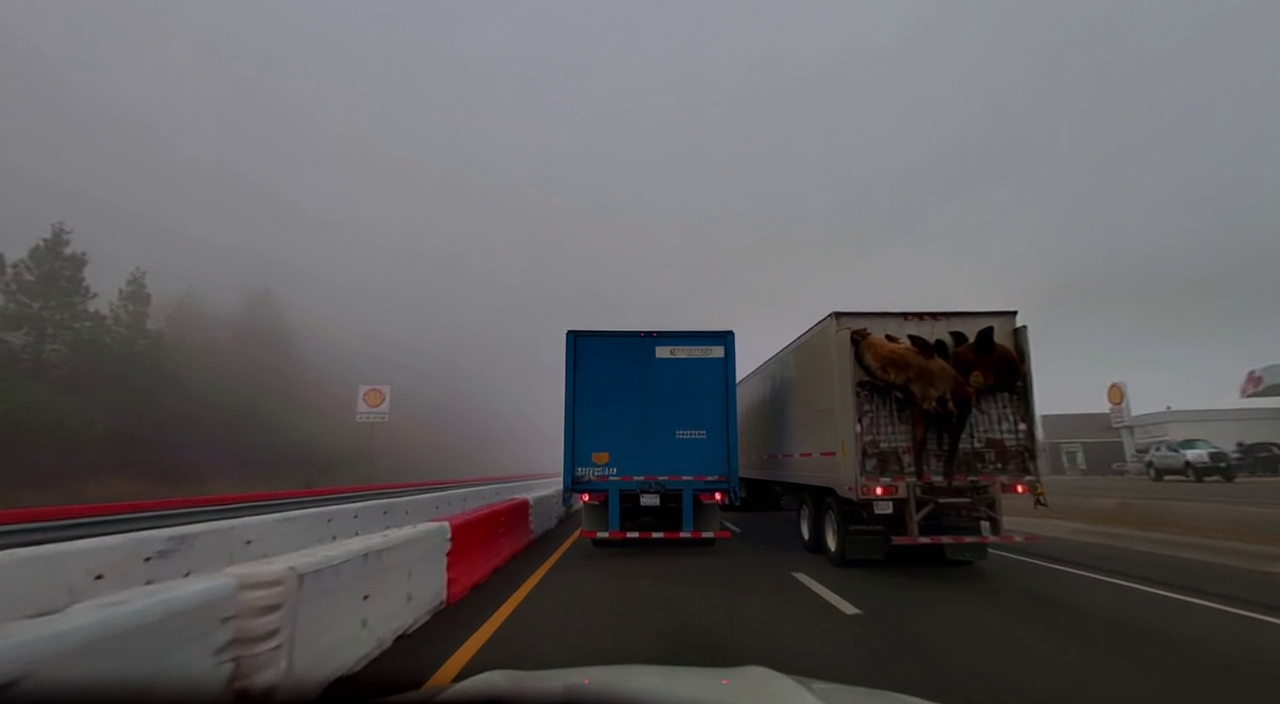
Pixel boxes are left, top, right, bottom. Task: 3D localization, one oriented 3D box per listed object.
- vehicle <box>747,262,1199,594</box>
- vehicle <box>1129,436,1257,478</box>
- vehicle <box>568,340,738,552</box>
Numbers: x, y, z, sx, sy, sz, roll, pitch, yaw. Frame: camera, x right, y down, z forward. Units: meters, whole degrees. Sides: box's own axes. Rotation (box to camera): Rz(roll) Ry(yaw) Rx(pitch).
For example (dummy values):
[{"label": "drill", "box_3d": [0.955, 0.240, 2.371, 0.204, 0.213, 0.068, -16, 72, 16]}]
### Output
[{"label": "vehicle", "box_3d": [4.393, 1.618, 11.658, 2.936, 3.640, 9.443, 1, -10, -1]}, {"label": "vehicle", "box_3d": [24.804, 4.771, 28.483, 1.919, 1.722, 4.024, 1, -10, -3]}, {"label": "vehicle", "box_3d": [0.194, 2.224, 14.263, 2.618, 3.306, 8.676, 1, -10, 0]}]
